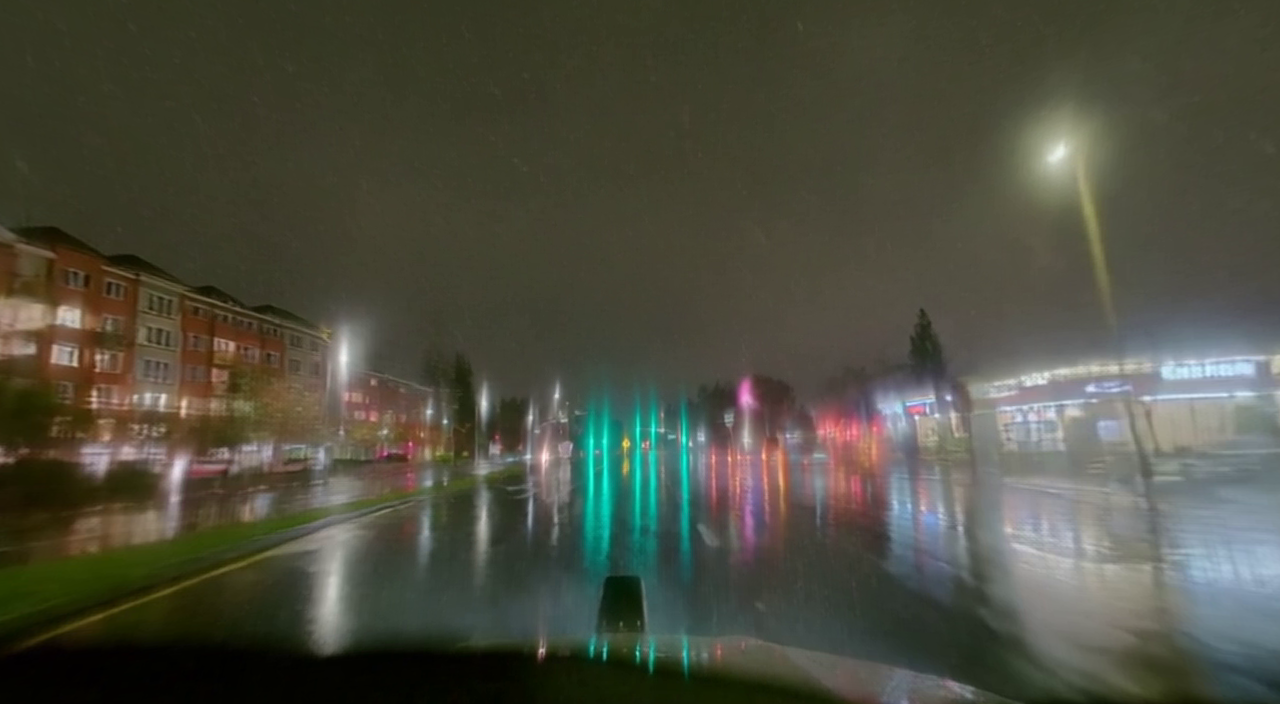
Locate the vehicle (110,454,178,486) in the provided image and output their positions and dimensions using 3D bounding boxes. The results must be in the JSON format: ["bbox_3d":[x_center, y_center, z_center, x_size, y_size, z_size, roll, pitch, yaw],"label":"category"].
[{"bbox_3d":[-34.923,8.359,44.673,2.341,2.080,5.408,4,-12,-23],"label":"vehicle"}]

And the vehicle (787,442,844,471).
[{"bbox_3d":[10.116,6.067,36.780,1.886,1.556,4.513,0,-8,-2],"label":"vehicle"}]
